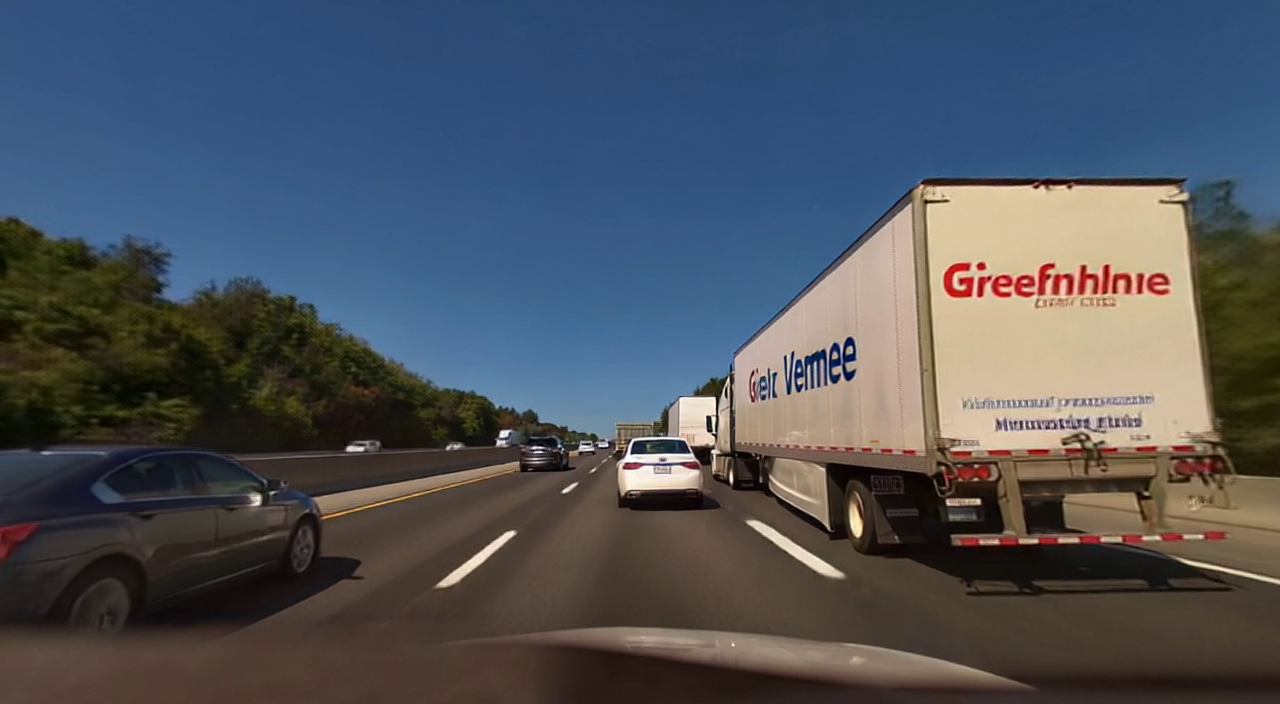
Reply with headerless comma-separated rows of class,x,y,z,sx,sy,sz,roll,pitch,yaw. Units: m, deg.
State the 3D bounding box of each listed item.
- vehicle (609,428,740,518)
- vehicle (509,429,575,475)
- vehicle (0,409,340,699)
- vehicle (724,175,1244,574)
vehicle,0.492,2.315,12.730,2.200,1.495,4.282,0,-8,-2
vehicle,-3.908,4.047,25.854,2.006,1.729,4.447,0,-8,0
vehicle,-4.375,1.224,4.575,2.100,1.491,4.676,0,-8,0
vehicle,4.344,1.116,13.558,2.883,4.070,14.423,0,-8,-1
